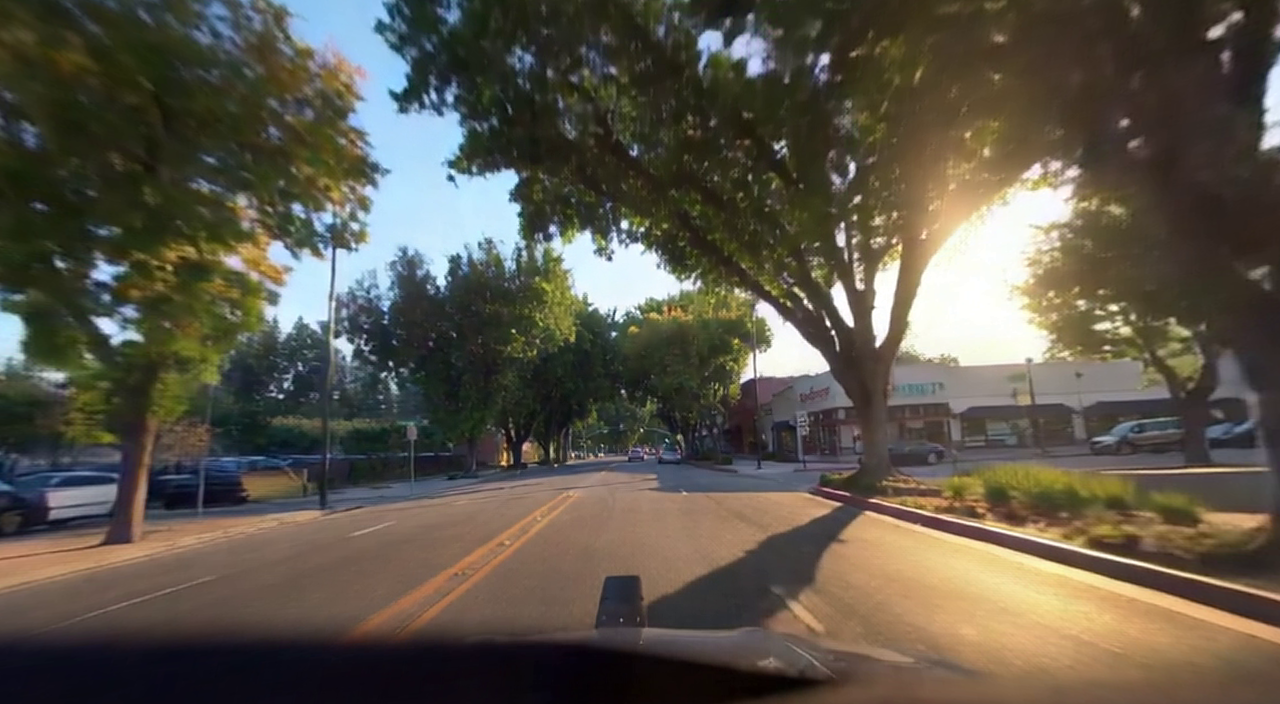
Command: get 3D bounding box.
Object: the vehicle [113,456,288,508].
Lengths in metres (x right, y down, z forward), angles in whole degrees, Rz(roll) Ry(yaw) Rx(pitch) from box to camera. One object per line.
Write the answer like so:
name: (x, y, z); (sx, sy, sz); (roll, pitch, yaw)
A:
vehicle: (-15.297, 4.522, 22.192); (4.579, 1.701, 2.033); (-1, -9, 1)

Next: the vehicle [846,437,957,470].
vehicle: (12.130, 4.750, 29.584); (4.404, 1.445, 1.844); (-2, -9, 8)

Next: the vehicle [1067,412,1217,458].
vehicle: (25.034, 4.191, 31.665); (5.444, 1.901, 2.250); (-3, -9, 0)
